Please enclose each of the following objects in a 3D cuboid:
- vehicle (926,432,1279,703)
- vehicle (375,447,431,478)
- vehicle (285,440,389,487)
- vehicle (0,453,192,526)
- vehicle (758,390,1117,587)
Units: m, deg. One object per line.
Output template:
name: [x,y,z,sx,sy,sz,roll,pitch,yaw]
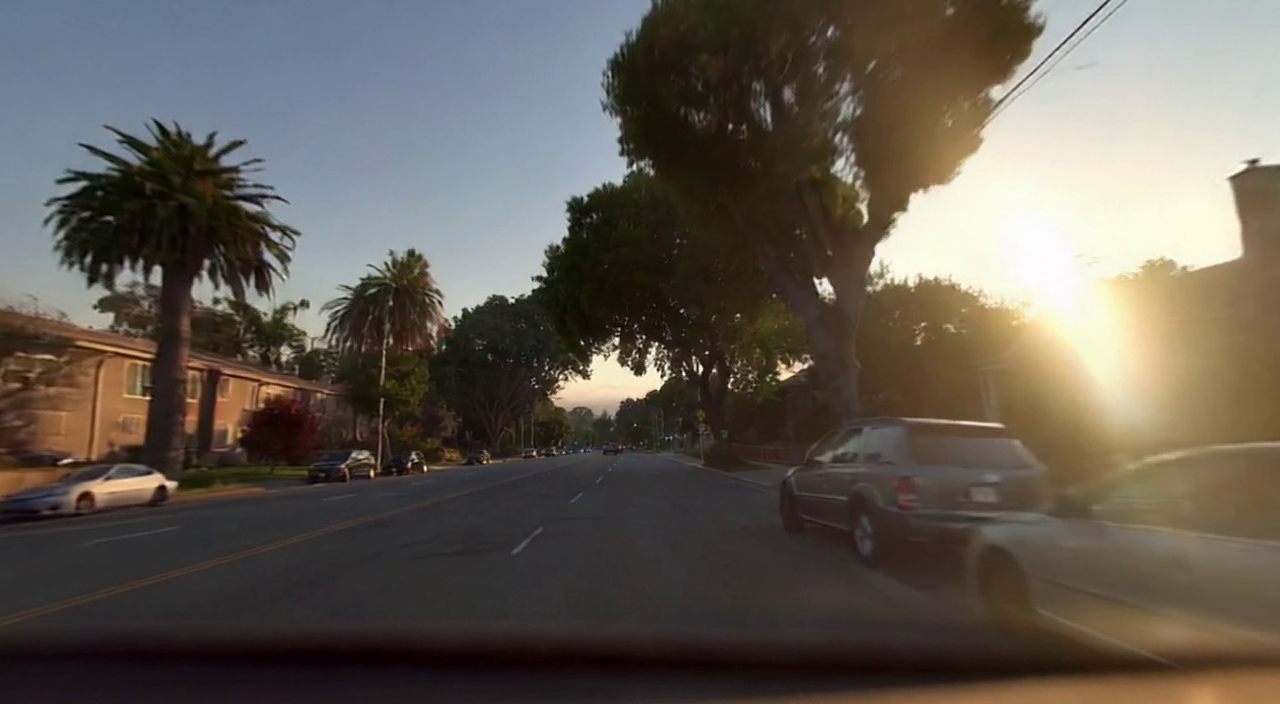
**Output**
vehicle: [3.530,1.127,3.131,1.911,1.416,4.720,0,-9,-1]
vehicle: [-14.448,6.732,38.769,1.890,1.568,4.444,-2,-7,-2]
vehicle: [-14.152,5.210,30.023,2.245,1.904,5.805,-1,-7,-1]
vehicle: [-13.852,3.368,15.997,1.916,1.459,4.222,-1,-8,0]
vehicle: [3.414,1.728,8.859,2.386,1.916,5.167,0,-9,-2]
